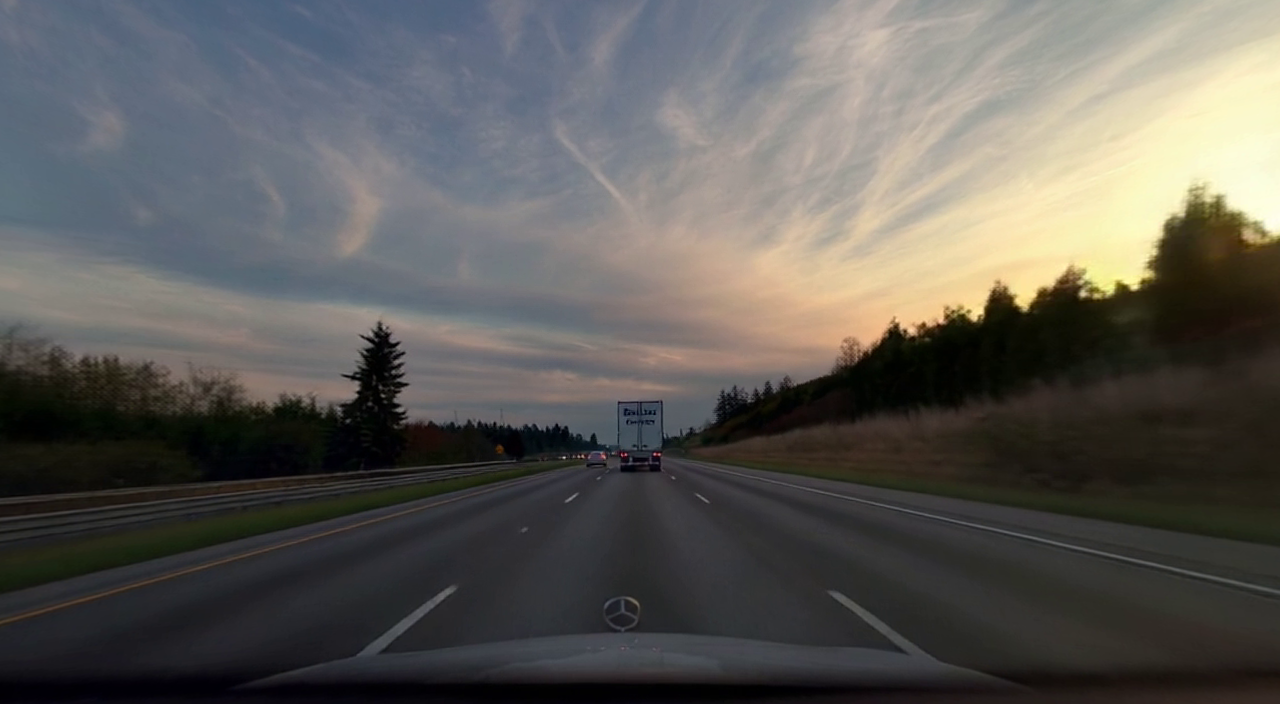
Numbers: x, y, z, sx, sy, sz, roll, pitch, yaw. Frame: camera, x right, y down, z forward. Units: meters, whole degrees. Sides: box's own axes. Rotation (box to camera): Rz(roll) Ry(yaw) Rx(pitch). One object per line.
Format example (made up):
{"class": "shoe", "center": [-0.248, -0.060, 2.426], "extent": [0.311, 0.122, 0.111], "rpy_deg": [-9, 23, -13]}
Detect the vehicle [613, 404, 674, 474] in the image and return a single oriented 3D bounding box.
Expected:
{"class": "vehicle", "center": [0.141, 6.382, 45.049], "extent": [3.537, 4.071, 17.399], "rpy_deg": [0, -9, 0]}
